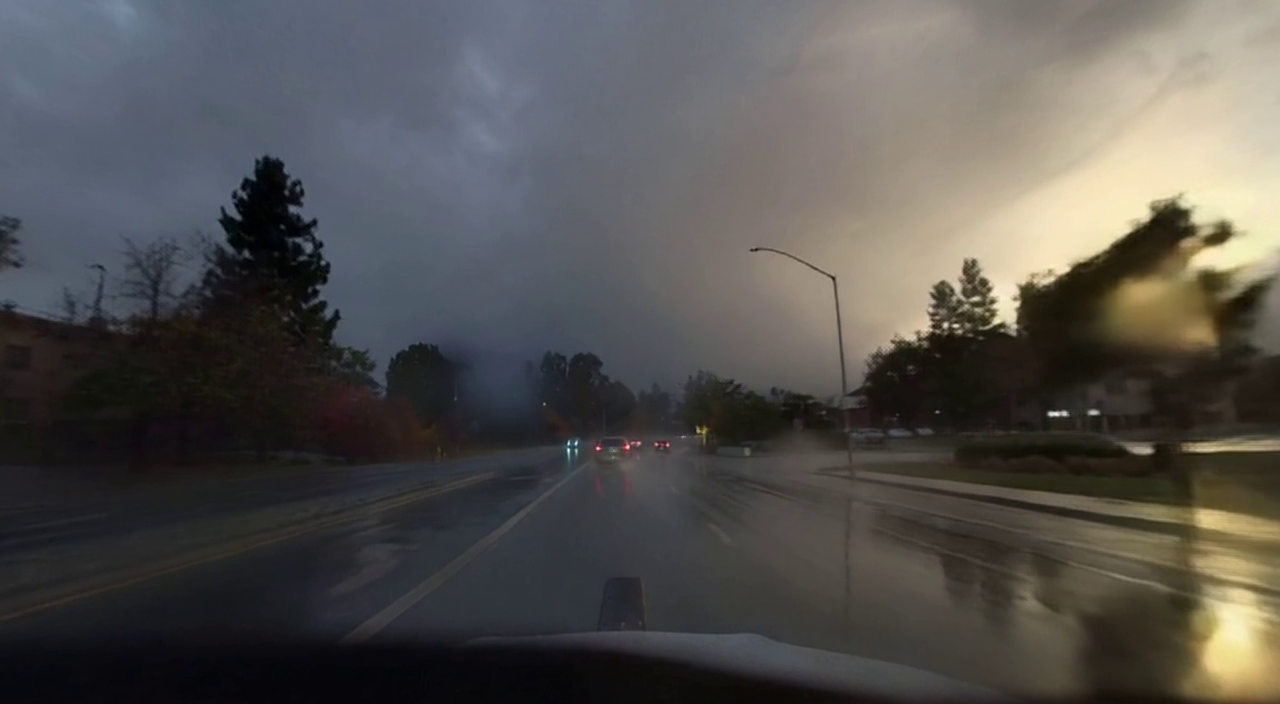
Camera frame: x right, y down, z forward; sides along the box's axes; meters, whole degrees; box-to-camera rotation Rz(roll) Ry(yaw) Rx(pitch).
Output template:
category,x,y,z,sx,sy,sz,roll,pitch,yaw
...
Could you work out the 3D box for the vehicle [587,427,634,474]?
category,x,y,z,sx,sy,sz,roll,pitch,yaw
vehicle,-1.423,4.651,29.790,2.072,2.002,4.391,1,-8,-3
